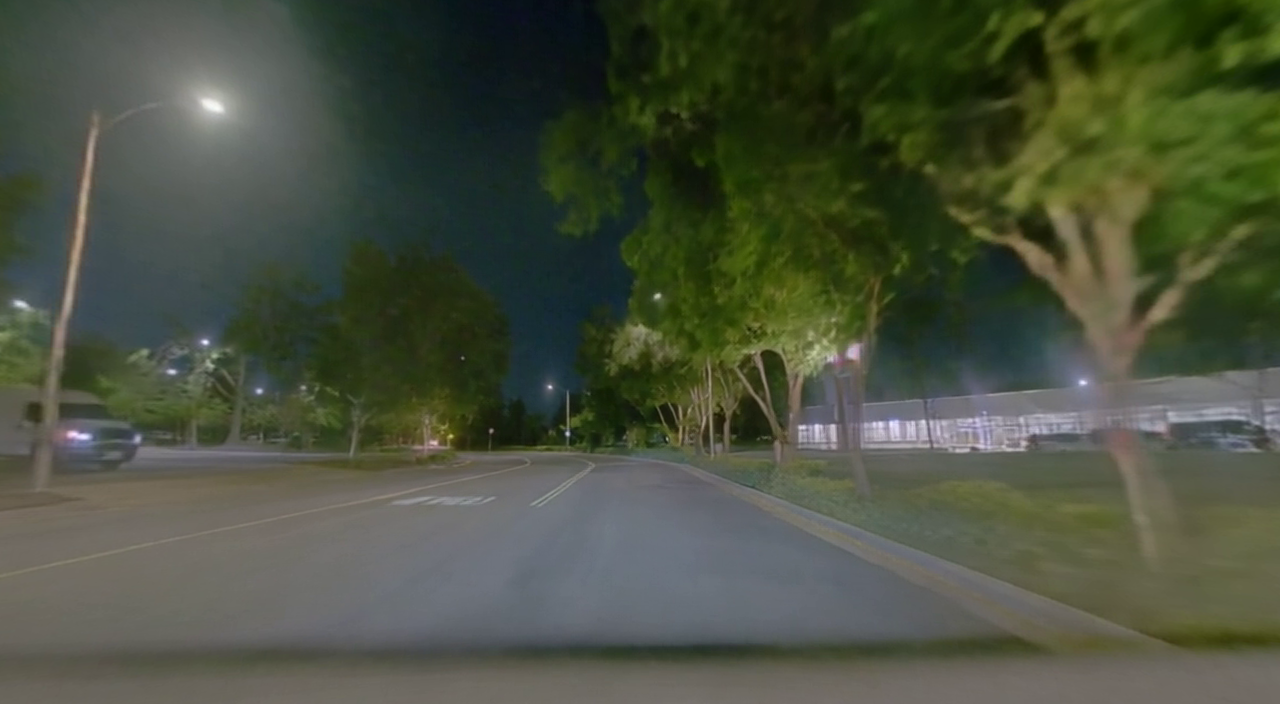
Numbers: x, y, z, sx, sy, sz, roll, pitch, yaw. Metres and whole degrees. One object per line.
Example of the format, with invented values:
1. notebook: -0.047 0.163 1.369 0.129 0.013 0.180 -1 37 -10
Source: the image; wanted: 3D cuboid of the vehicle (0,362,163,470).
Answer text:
1. vehicle: -19.886 2.110 20.477 6.595 3.267 2.535 0 -8 0
